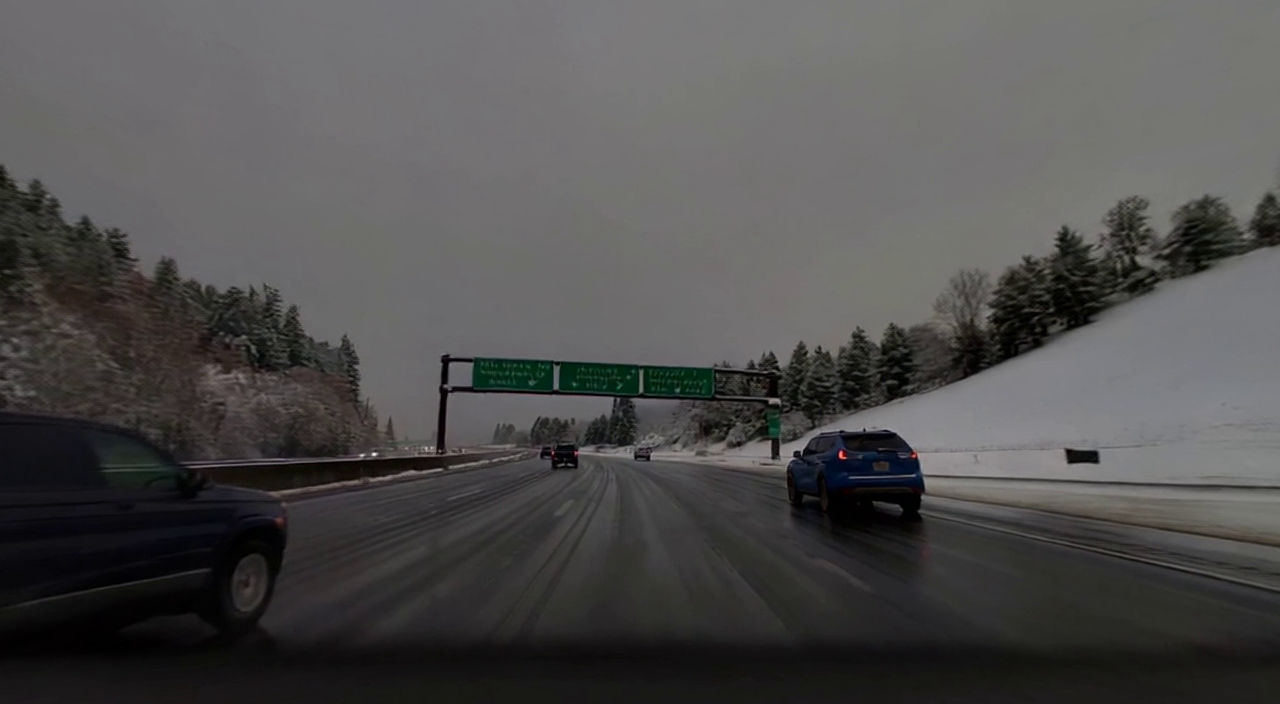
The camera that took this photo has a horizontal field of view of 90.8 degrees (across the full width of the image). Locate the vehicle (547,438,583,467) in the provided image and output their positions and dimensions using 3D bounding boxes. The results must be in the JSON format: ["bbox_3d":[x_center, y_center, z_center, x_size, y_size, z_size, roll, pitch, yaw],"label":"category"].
[{"bbox_3d":[-5.826,7.909,49.721,2.537,2.121,5.251,1,-9,-4],"label":"vehicle"}]

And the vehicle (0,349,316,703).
[{"bbox_3d":[-3.738,0.908,2.753,2.213,1.766,4.598,0,-9,0],"label":"vehicle"}]

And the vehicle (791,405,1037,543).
[{"bbox_3d":[4.423,2.074,11.322,2.103,1.903,4.837,0,-9,-1],"label":"vehicle"}]
